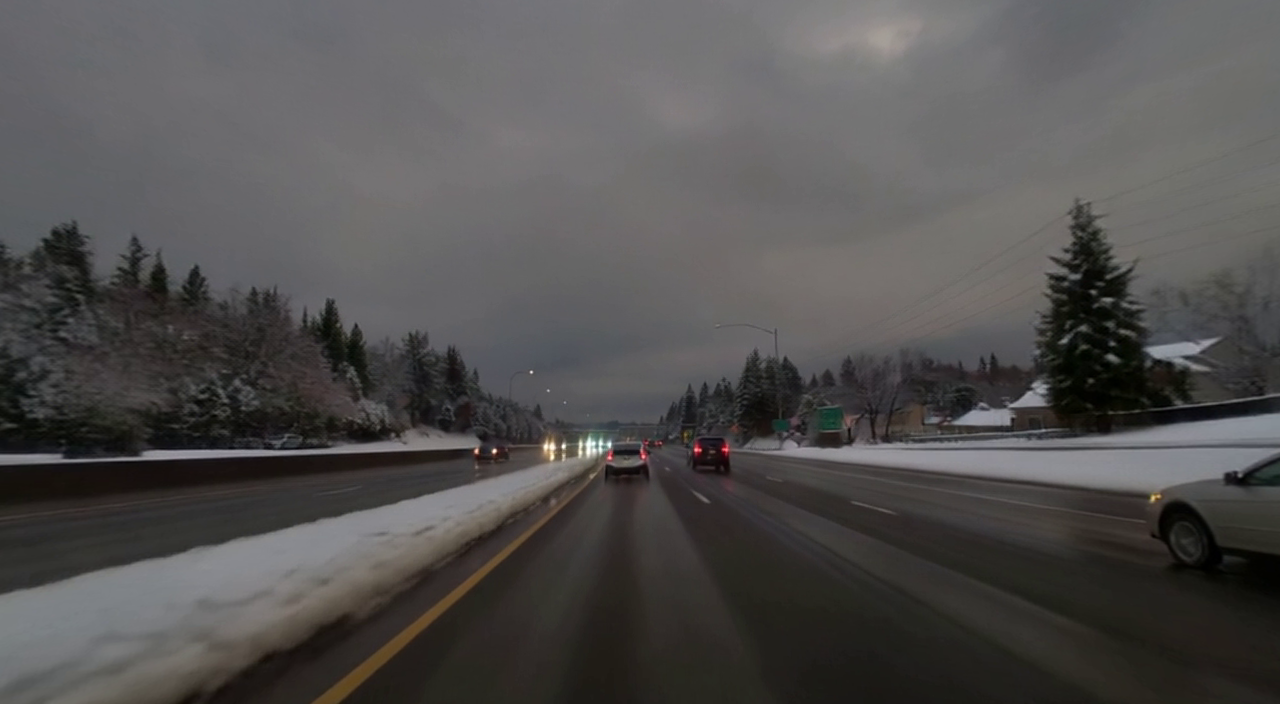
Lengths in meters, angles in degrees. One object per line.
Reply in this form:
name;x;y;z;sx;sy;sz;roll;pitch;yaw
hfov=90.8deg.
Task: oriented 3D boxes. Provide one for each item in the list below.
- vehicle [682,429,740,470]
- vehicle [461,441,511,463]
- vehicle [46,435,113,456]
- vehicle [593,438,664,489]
vehicle;3.363;4.765;30.884;2.186;1.842;4.553;0;-8;-1
vehicle;-11.179;7.298;46.283;2.393;1.522;4.808;0;-8;0
vehicle;-39.903;6.656;45.023;3.229;1.360;1.533;-1;-8;-1
vehicle;-0.316;3.496;20.162;2.040;1.451;3.736;0;-8;0
